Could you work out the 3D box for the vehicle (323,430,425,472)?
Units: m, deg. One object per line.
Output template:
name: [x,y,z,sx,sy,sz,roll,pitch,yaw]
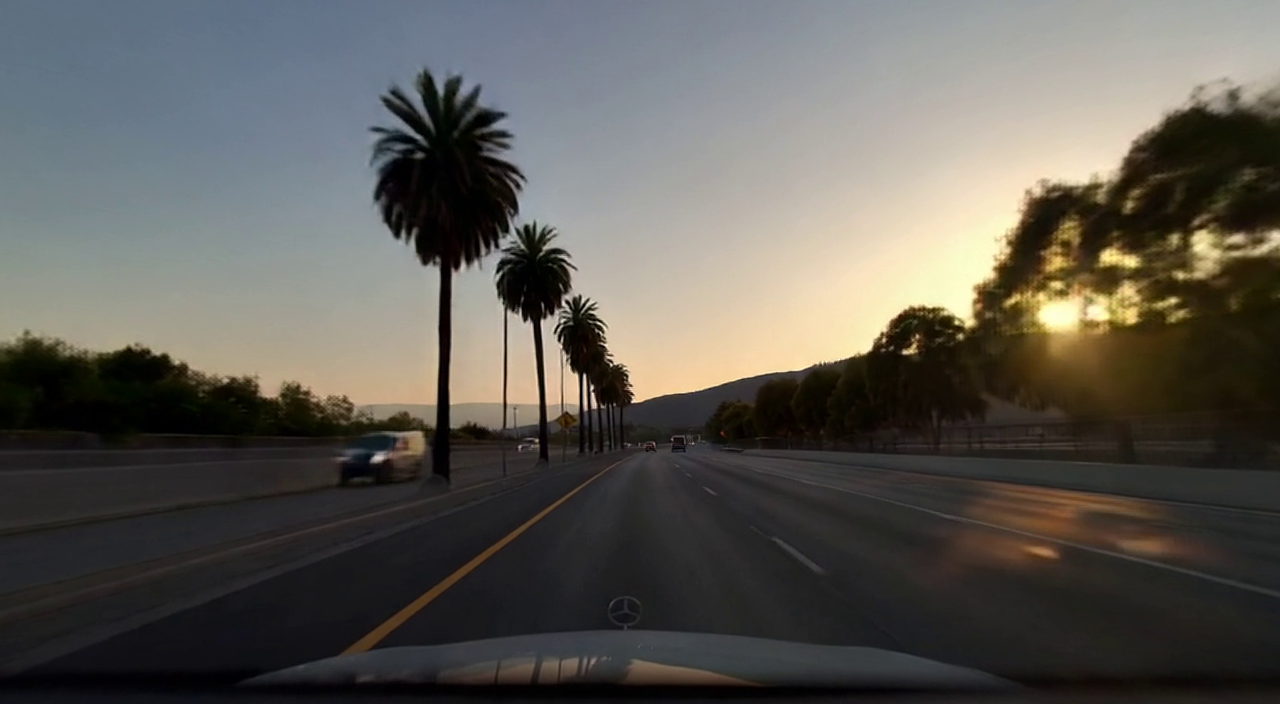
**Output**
vehicle: [-13.451,5.094,32.533,2.479,1.928,6.337,0,-8,1]
